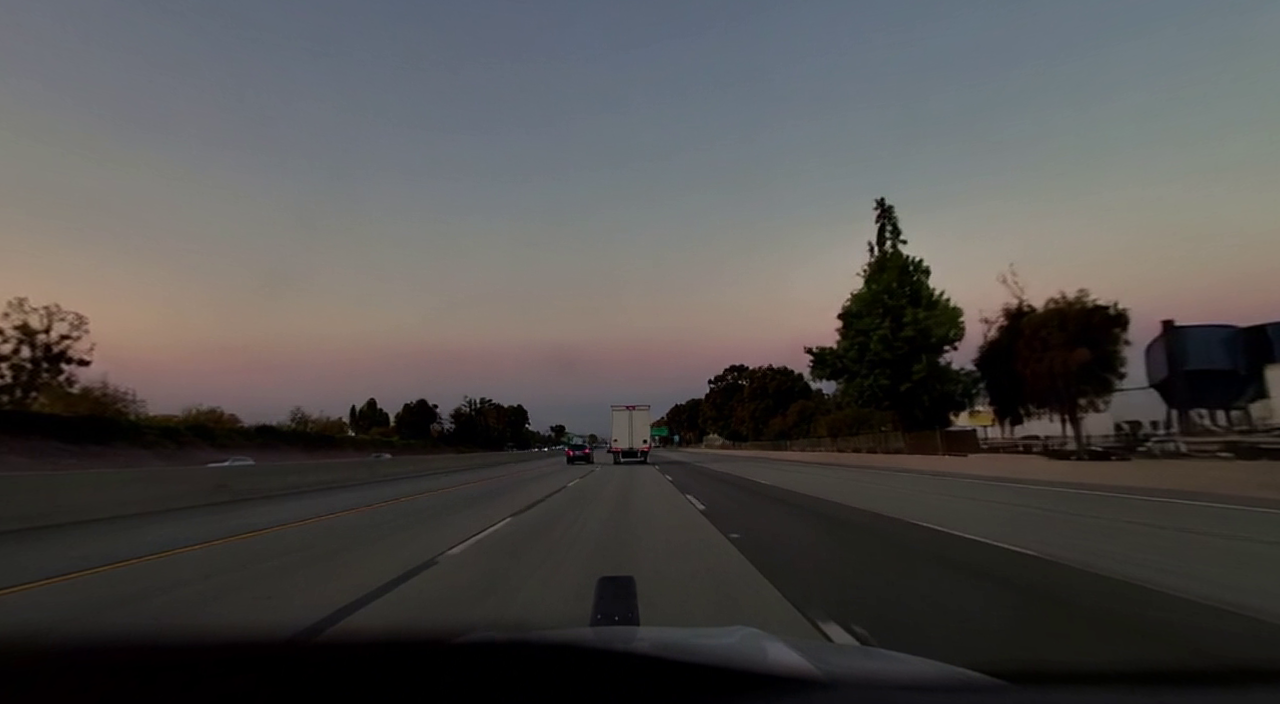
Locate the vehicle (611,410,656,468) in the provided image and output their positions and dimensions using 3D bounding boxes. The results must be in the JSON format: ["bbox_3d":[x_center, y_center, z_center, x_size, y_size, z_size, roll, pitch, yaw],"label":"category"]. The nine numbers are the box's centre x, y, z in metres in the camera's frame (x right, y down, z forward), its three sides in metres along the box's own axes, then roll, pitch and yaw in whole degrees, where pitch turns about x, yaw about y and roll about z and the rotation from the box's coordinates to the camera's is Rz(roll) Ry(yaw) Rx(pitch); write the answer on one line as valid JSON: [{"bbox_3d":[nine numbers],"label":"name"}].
[{"bbox_3d":[-0.369,6.682,48.095,3.000,3.786,11.740,0,-9,1],"label":"vehicle"}]
